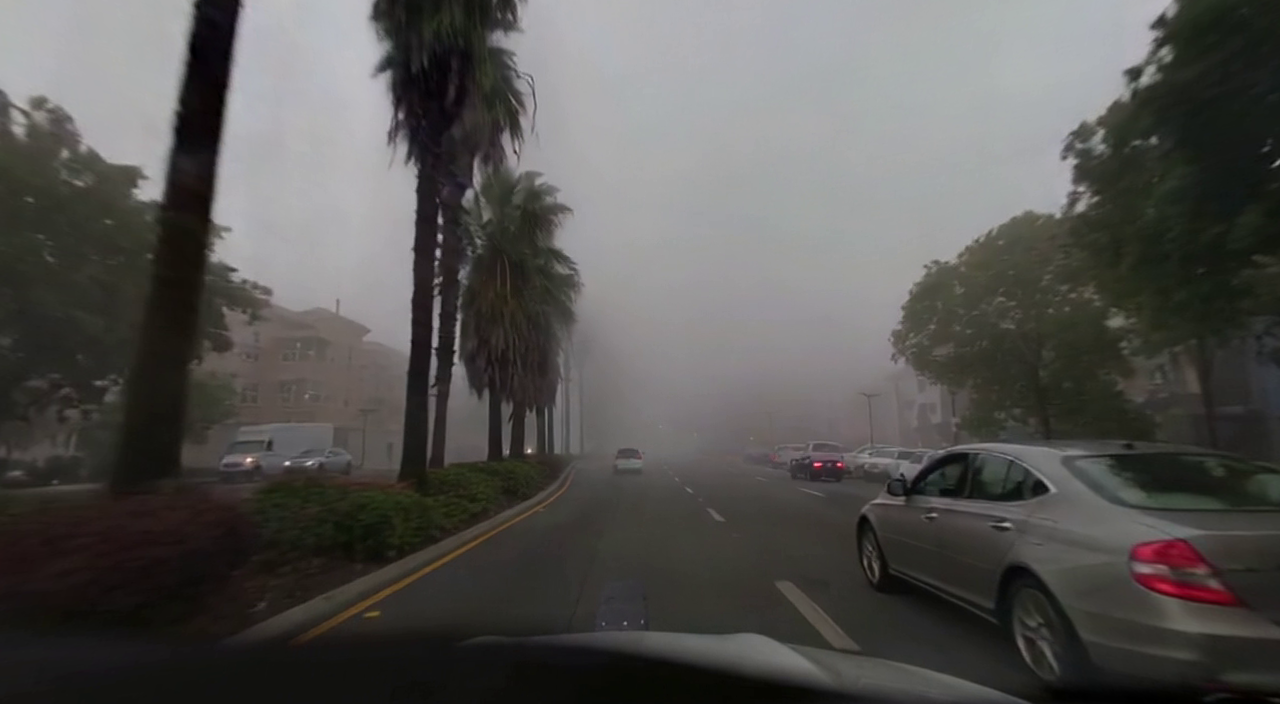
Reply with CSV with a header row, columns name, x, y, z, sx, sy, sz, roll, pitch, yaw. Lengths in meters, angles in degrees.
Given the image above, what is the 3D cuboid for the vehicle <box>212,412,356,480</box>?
name,x,y,z,sx,sy,sz,roll,pitch,yaw
vehicle,-18.988,5.159,34.478,2.933,3.159,8.124,-2,-9,2

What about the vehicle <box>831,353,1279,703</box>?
name,x,y,z,sx,sy,sz,roll,pitch,yaw
vehicle,2.973,1.133,4.208,2.009,1.639,4.267,0,-9,-1

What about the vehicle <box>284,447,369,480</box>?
name,x,y,z,sx,sy,sz,roll,pitch,yaw
vehicle,-15.482,5.506,31.414,1.783,1.477,4.624,0,-9,1

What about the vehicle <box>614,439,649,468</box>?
name,x,y,z,sx,sy,sz,roll,pitch,yaw
vehicle,-0.541,6.446,40.229,2.087,1.709,4.076,0,-9,0

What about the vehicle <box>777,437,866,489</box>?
name,x,y,z,sx,sy,sz,roll,pitch,yaw
vehicle,6.393,3.944,22.717,1.858,1.653,4.194,0,-9,-1
